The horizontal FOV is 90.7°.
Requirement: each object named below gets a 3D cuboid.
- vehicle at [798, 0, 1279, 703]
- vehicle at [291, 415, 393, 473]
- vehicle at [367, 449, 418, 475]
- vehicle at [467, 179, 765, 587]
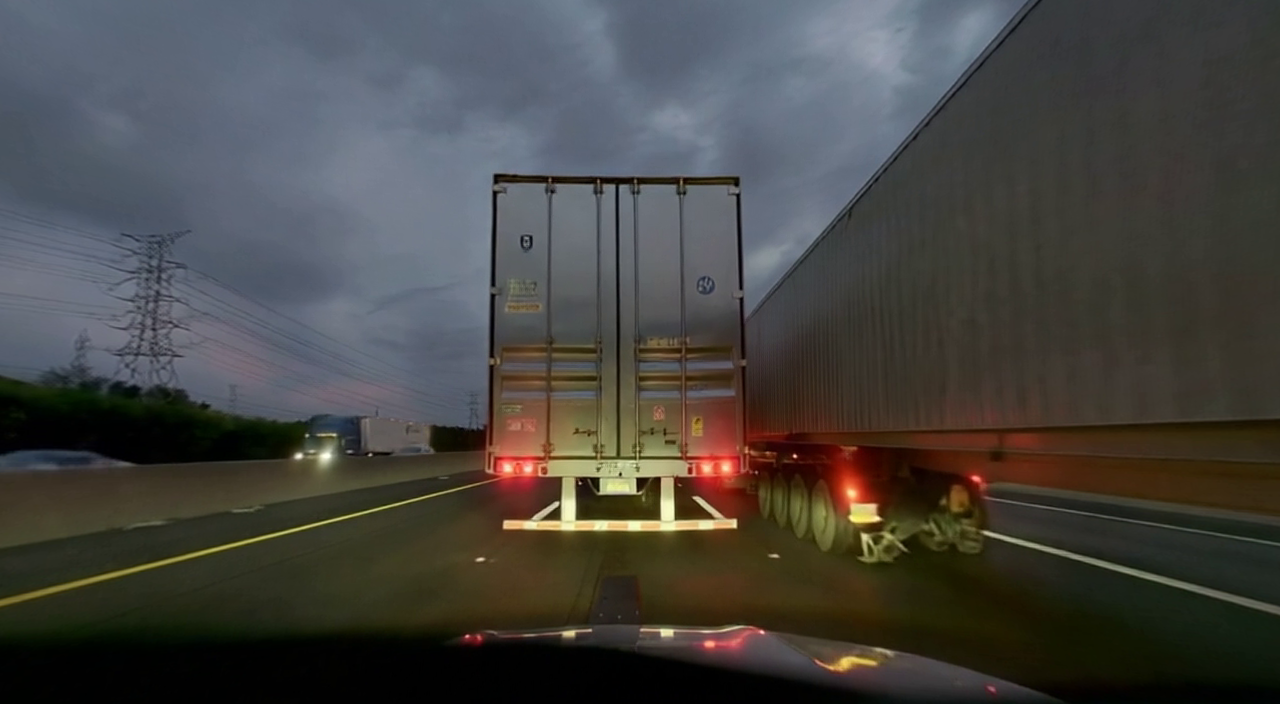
[{"bbox_3d":[3.667,-0.343,2.058,2.797,4.023,13.066,0,-8,-1],"label":"vehicle"},{"bbox_3d":[-20.441,6.425,44.155,3.024,3.645,8.371,0,-8,-1],"label":"vehicle"},{"bbox_3d":[-14.102,6.264,36.260,1.543,1.373,3.317,-1,-8,1],"label":"vehicle"},{"bbox_3d":[-0.199,1.101,12.291,2.841,4.071,12.046,-1,-8,0],"label":"vehicle"}]
